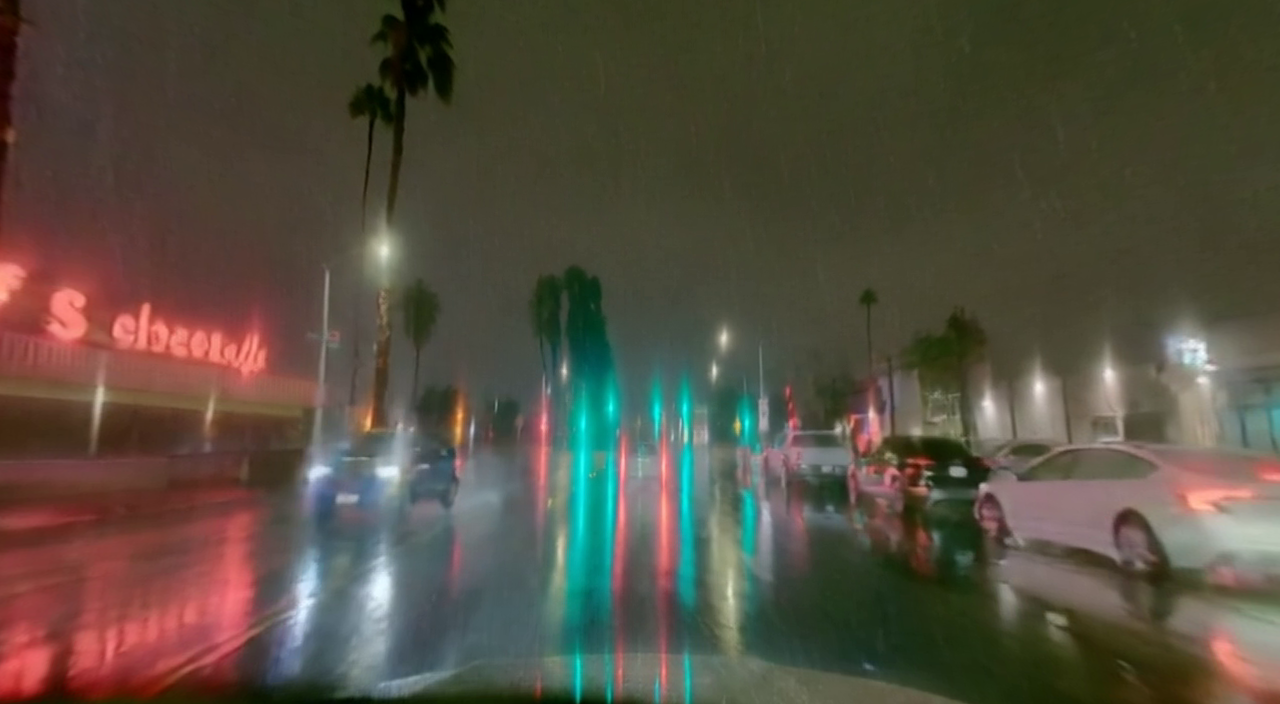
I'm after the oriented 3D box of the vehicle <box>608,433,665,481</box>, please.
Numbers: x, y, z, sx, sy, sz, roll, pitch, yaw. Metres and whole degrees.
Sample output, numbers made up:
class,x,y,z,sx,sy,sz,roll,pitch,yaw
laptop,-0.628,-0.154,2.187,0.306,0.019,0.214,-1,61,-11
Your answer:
class,x,y,z,sx,sy,sz,roll,pitch,yaw
vehicle,-0.178,4.100,24.962,2.063,1.664,4.471,0,-8,-1

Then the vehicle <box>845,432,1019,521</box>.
class,x,y,z,sx,sy,sz,roll,pitch,yaw
vehicle,6.089,2.608,13.828,1.747,1.619,4.157,0,-8,-1

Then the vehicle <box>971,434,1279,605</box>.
class,x,y,z,sx,sy,sz,roll,pitch,yaw
vehicle,6.260,1.814,7.873,1.885,1.506,4.302,0,-8,-1

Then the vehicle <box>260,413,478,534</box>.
class,x,y,z,sx,sy,sz,roll,pitch,yaw
vehicle,-4.630,2.141,11.721,2.188,1.797,4.358,0,-8,-1
